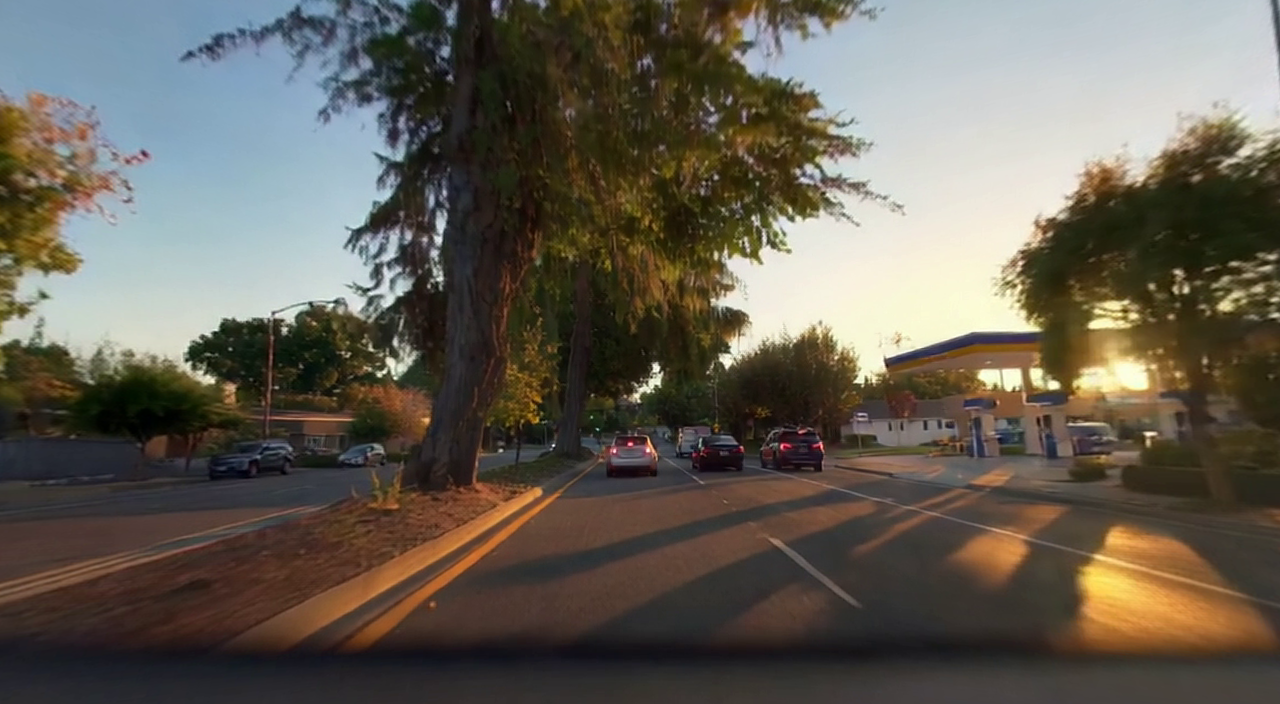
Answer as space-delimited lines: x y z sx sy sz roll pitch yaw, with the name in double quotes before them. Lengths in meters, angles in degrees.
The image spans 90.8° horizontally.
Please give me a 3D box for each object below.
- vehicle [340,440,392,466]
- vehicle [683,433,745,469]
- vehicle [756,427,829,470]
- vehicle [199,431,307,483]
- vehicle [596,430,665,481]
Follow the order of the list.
"vehicle" -19.469 7.162 45.029 1.903 1.706 3.994 0 -8 0
"vehicle" 3.214 4.415 28.455 2.124 1.476 4.730 0 -8 -1
"vehicle" 6.803 4.376 28.746 2.117 1.757 4.969 0 -8 0
"vehicle" -19.083 5.116 31.510 2.222 2.141 5.390 -1 -6 -3
"vehicle" -0.268 3.351 20.681 2.052 1.488 3.779 0 -8 1
